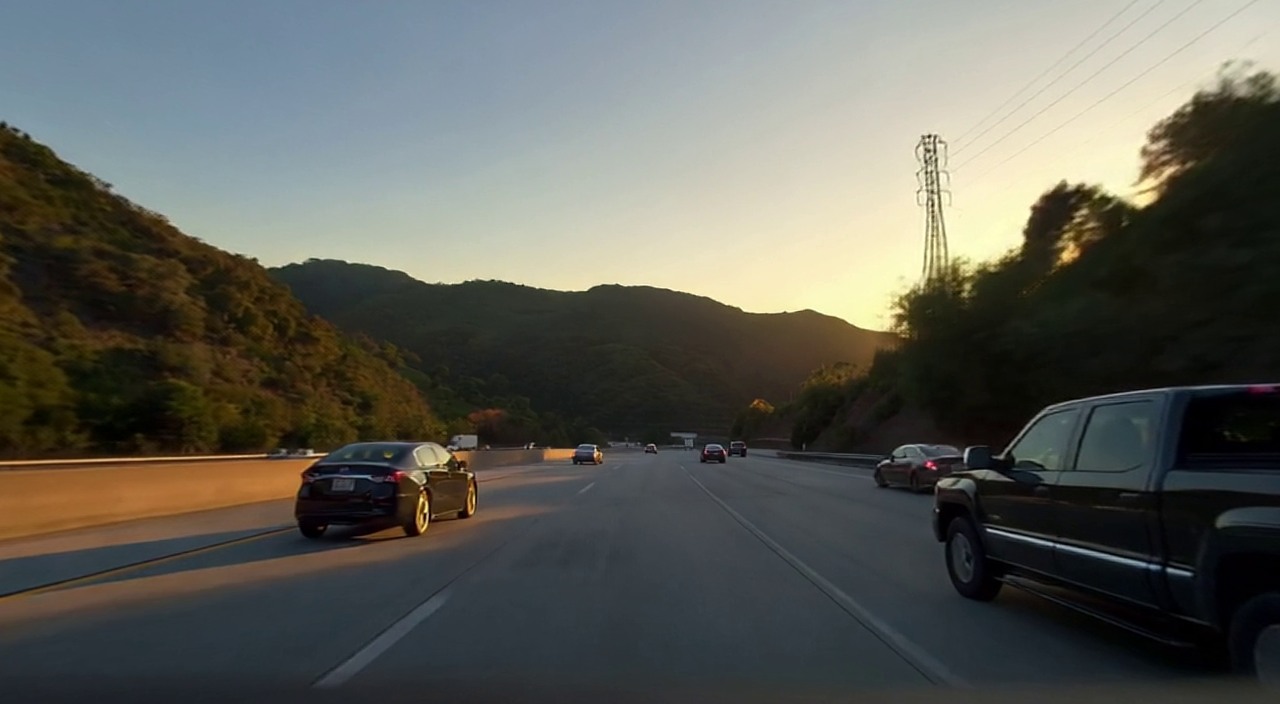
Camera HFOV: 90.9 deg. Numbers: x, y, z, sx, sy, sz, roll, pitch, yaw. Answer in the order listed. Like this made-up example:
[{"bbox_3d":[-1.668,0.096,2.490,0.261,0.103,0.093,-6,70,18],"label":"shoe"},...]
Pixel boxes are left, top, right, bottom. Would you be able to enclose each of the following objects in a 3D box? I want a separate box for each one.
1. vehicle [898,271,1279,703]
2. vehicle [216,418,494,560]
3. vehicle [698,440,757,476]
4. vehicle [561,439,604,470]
[{"bbox_3d":[3.462,0.786,3.205,2.098,1.925,5.171,0,-8,0],"label":"vehicle"},{"bbox_3d":[-3.862,1.944,9.688,2.113,1.636,4.494,0,-8,1],"label":"vehicle"},{"bbox_3d":[3.898,4.785,28.775,2.046,1.471,4.333,0,-8,0],"label":"vehicle"},{"bbox_3d":[-3.302,5.971,36.990,2.021,1.679,4.310,-1,-8,2],"label":"vehicle"}]
